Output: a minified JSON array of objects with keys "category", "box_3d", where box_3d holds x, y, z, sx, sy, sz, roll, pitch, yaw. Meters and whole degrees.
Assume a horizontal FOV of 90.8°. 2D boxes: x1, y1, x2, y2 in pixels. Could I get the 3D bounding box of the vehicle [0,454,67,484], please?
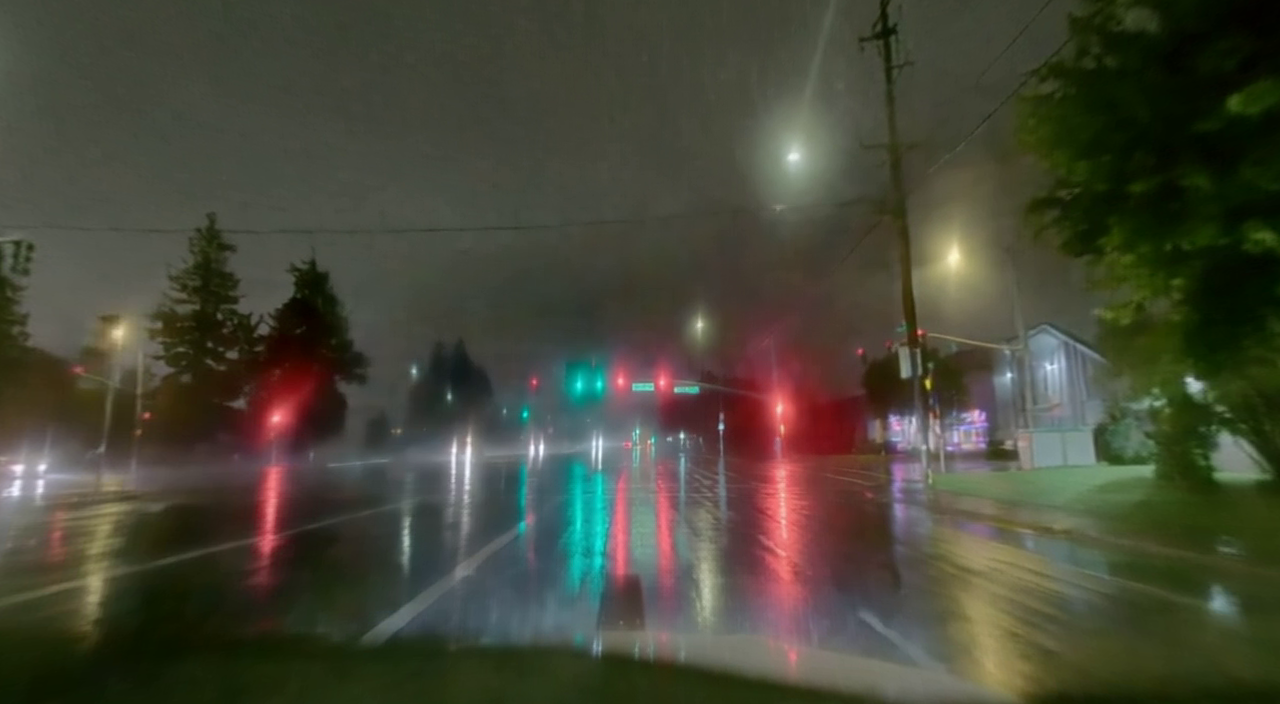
[{"category":"vehicle","box_3d":[-33.500,6.166,33.408,4.500,1.465,1.936,0,-8,1]}]
